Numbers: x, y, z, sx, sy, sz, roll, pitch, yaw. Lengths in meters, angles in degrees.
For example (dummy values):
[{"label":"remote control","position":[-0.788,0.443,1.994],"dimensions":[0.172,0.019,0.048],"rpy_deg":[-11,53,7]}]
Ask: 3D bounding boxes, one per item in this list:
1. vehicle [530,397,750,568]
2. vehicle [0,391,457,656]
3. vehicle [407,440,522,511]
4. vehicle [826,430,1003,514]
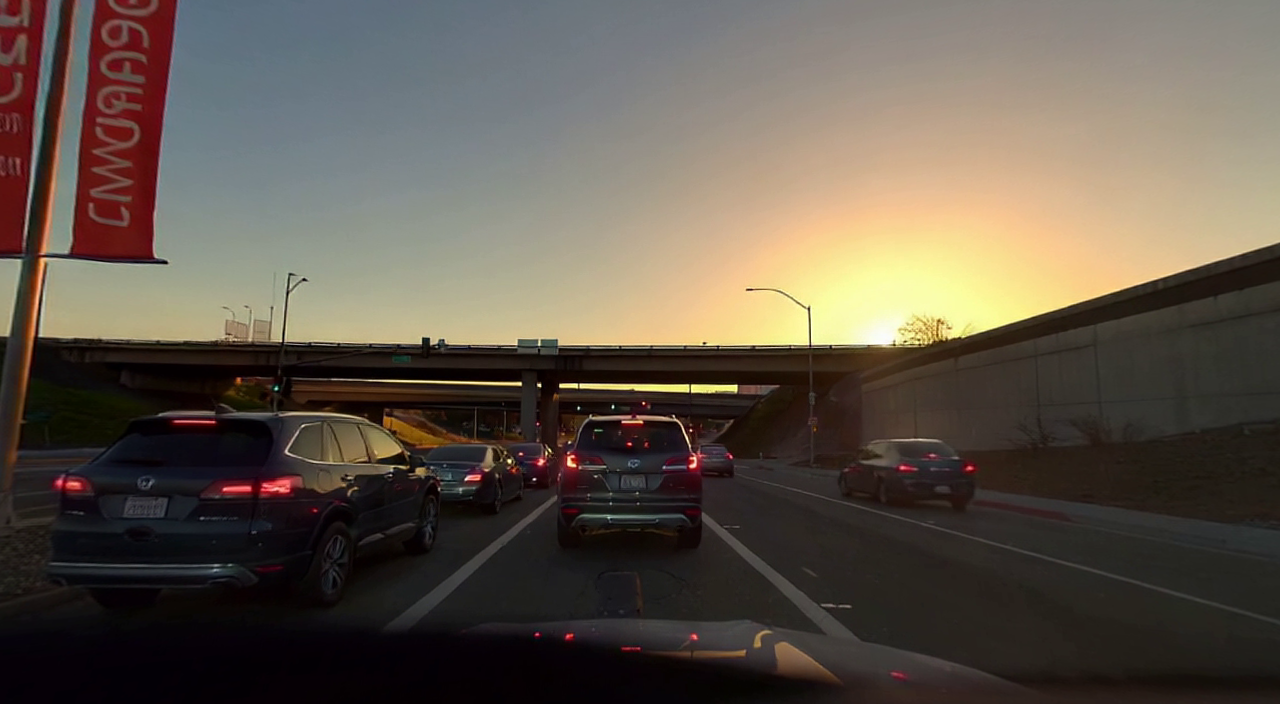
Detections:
[{"label":"vehicle","position":[-0.077,1.763,9.214],"dimensions":[2.409,1.864,4.471],"rpy_deg":[0,-9,-2]},{"label":"vehicle","position":[-3.499,1.433,6.285],"dimensions":[2.039,1.709,4.265],"rpy_deg":[0,-9,0]},{"label":"vehicle","position":[-4.148,2.946,15.431],"dimensions":[1.797,1.505,3.506],"rpy_deg":[0,-9,0]},{"label":"vehicle","position":[6.445,2.870,15.523],"dimensions":[2.191,1.730,4.658],"rpy_deg":[0,-9,-1]}]
